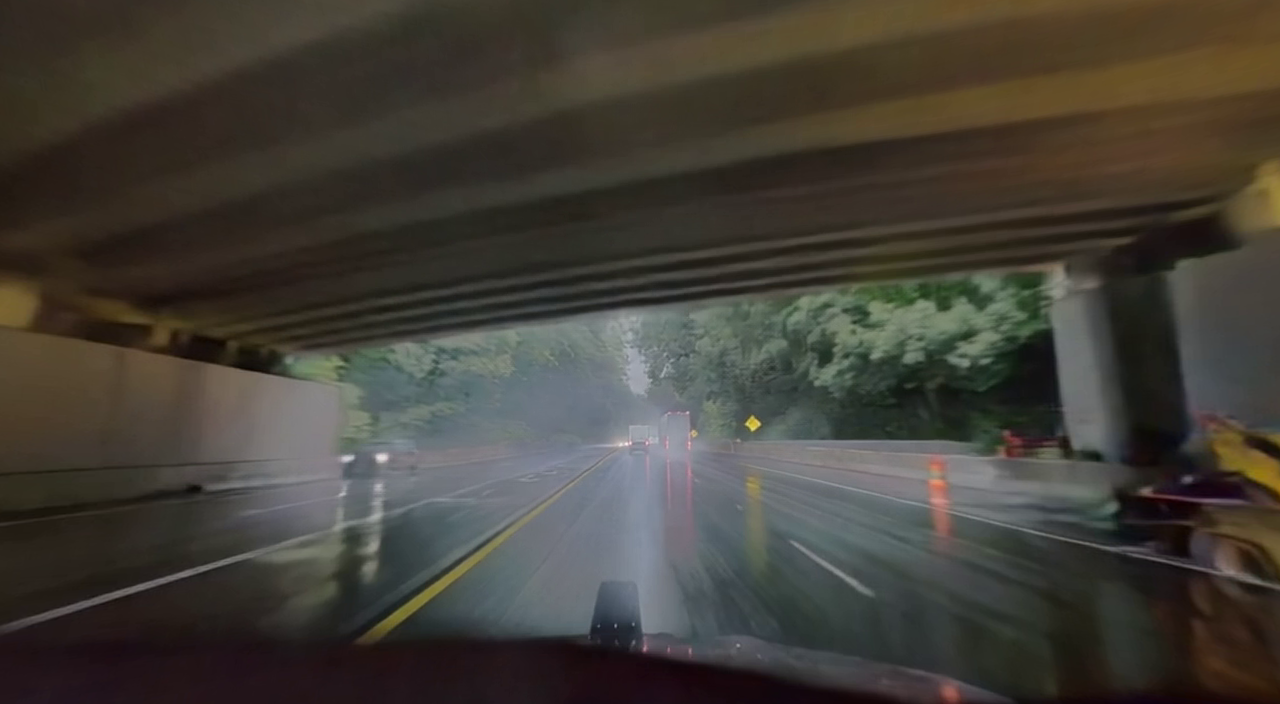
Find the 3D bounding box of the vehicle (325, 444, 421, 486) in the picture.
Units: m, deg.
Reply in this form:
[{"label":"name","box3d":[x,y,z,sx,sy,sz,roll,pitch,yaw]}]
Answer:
[{"label":"vehicle","box3d":[-10.698,4.534,25.621,2.053,1.488,4.311,-1,-8,0]}]
